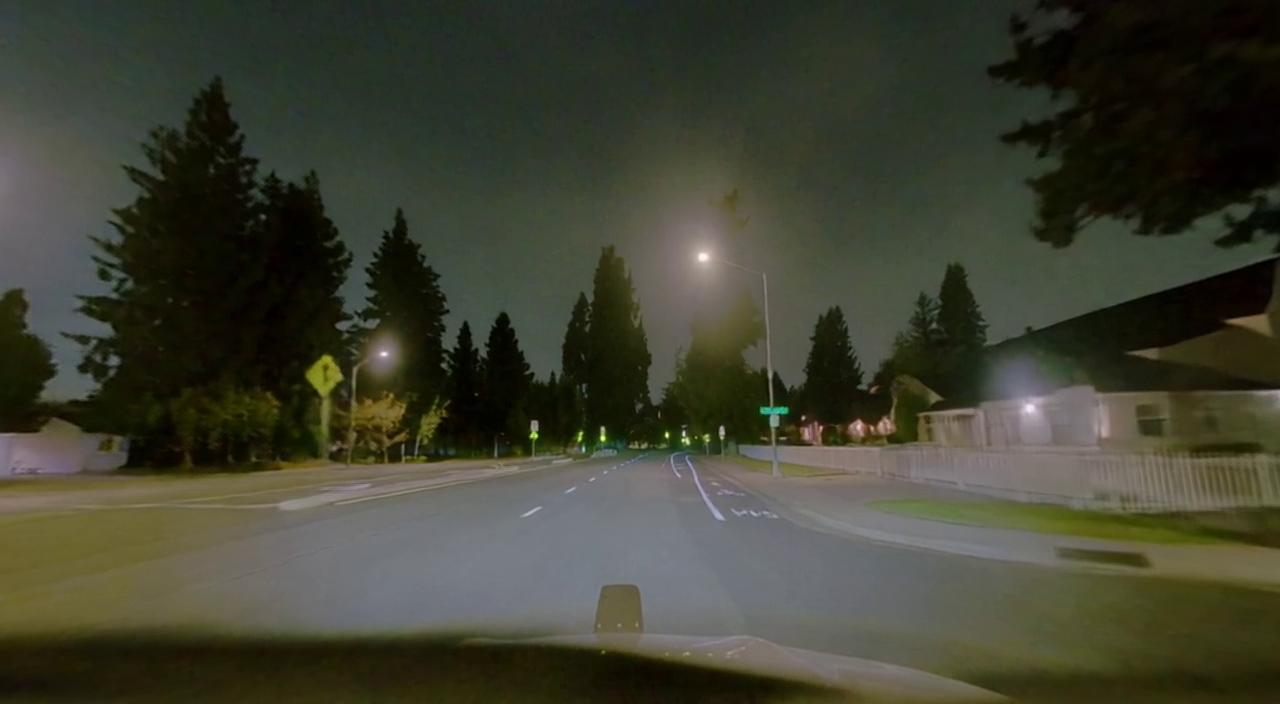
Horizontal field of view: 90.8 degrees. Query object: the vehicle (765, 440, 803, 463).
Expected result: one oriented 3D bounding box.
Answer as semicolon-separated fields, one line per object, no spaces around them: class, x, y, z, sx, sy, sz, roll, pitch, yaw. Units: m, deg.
vehicle;11.214;7.775;49.563;1.938;1.695;4.296;0;-9;0
